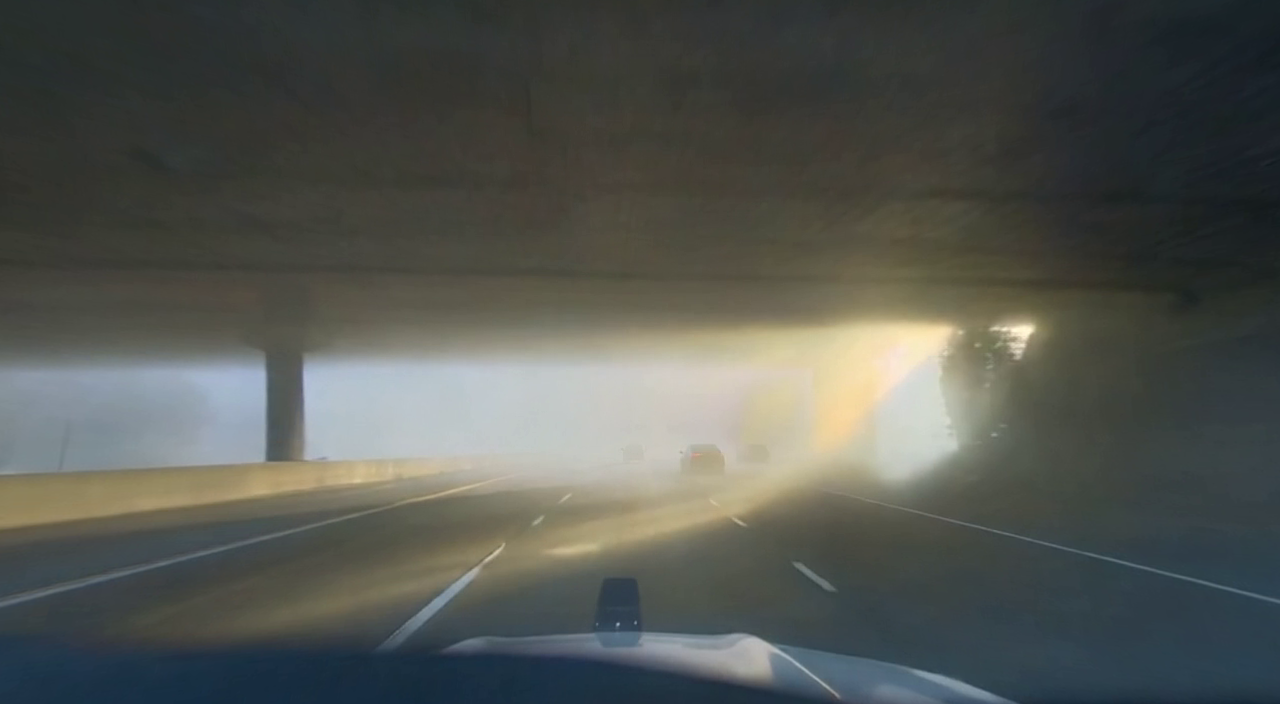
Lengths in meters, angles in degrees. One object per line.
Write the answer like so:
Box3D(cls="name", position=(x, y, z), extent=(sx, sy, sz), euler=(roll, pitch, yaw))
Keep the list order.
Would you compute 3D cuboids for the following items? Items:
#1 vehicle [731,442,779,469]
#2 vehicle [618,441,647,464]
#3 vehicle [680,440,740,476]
Box3D(cls="vehicle", position=(6.941, 6.287, 38.614), extent=(1.946, 1.497, 4.467), euler=(0, -9, -2))
Box3D(cls="vehicle", position=(-0.580, 7.437, 46.903), extent=(2.029, 1.595, 4.207), euler=(0, -9, -1))
Box3D(cls="vehicle", position=(3.076, 4.812, 28.901), extent=(2.076, 1.472, 4.562), euler=(0, -9, -2))
